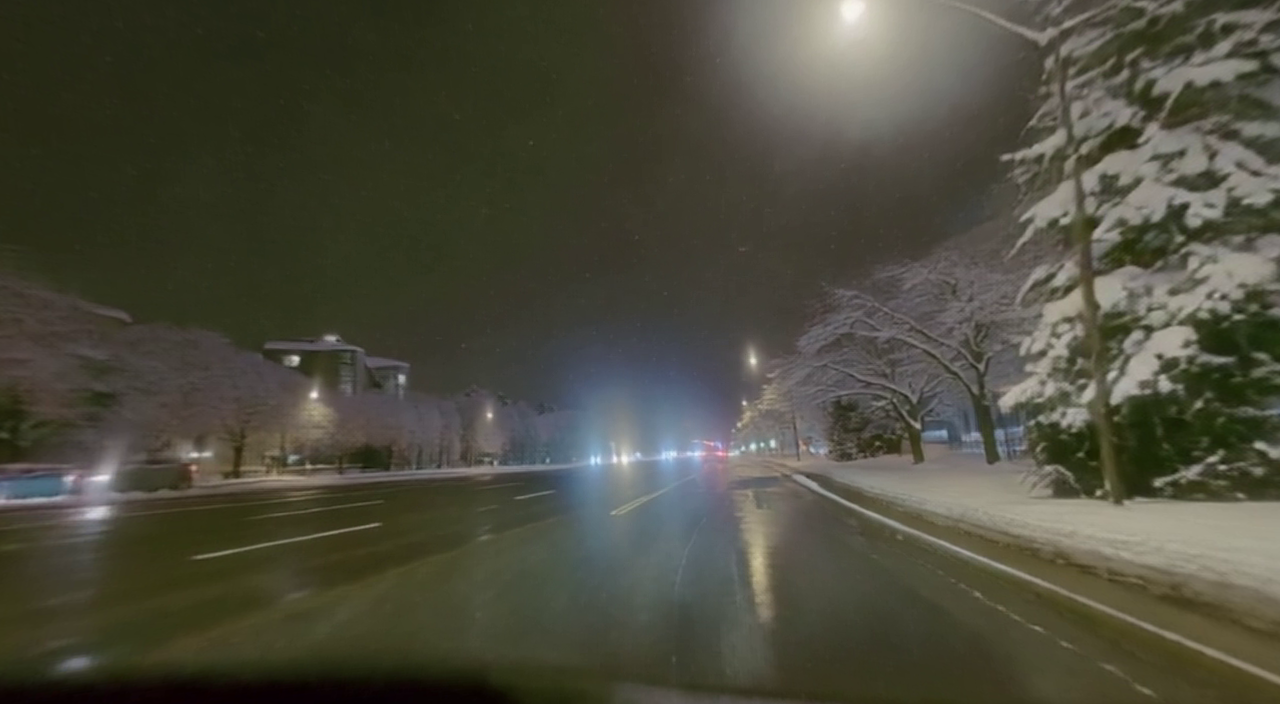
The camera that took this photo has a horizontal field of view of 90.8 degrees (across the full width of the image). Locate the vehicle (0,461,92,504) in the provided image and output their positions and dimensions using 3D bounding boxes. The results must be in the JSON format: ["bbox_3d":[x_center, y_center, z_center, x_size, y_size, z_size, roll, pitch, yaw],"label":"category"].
[{"bbox_3d":[-25.552,5.311,25.866,1.867,1.540,4.423,-2,-8,9],"label":"vehicle"}]

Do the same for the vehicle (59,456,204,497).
[{"bbox_3d":[-21.832,5.342,27.425,1.872,1.493,4.724,-2,-8,10],"label":"vehicle"}]
